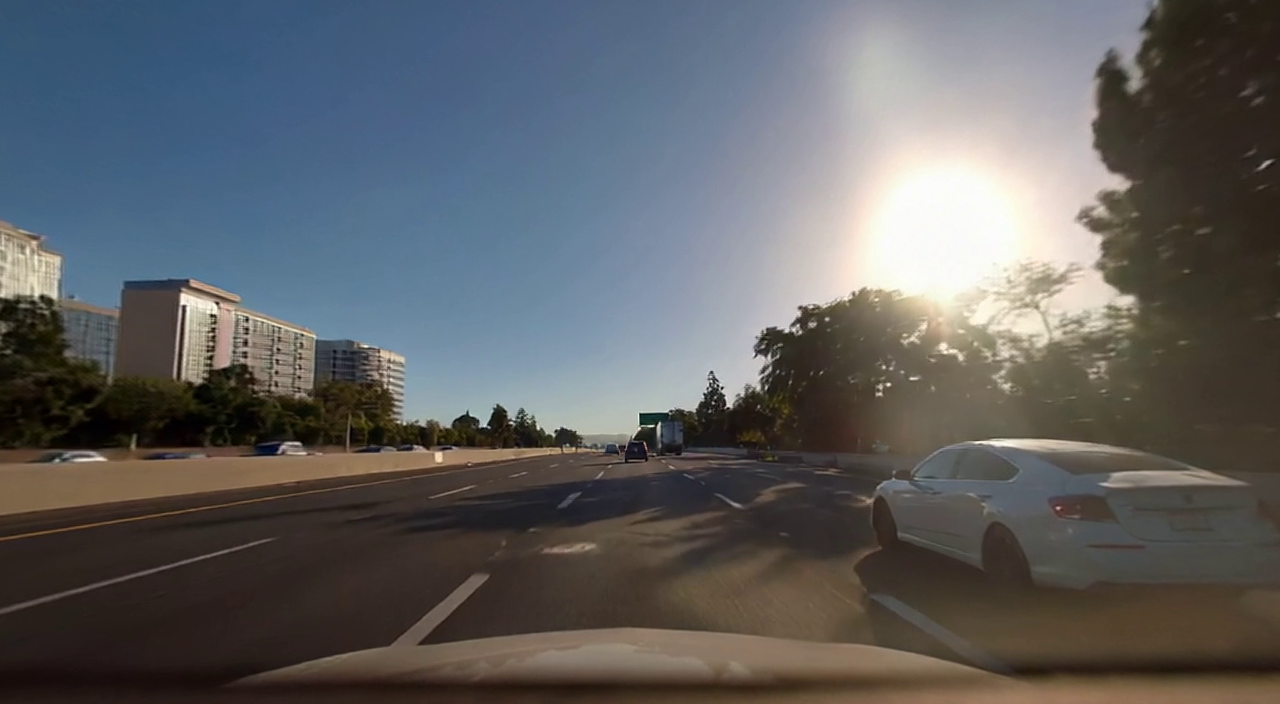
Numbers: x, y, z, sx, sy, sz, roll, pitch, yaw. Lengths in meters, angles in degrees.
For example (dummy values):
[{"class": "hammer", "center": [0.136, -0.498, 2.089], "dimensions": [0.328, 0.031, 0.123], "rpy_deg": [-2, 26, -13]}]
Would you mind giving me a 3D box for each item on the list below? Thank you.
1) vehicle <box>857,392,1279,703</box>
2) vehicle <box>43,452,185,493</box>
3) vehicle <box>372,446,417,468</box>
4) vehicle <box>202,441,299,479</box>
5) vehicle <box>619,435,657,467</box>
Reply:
[{"class": "vehicle", "center": [3.655, 1.324, 5.437], "dimensions": [1.950, 1.596, 4.326], "rpy_deg": [0, -8, -1]}, {"class": "vehicle", "center": [-21.998, 5.029, 26.723], "dimensions": [1.986, 1.484, 4.683], "rpy_deg": [0, -9, 0]}, {"class": "vehicle", "center": [-18.103, 7.736, 46.691], "dimensions": [1.796, 1.505, 3.726], "rpy_deg": [0, -8, 0]}, {"class": "vehicle", "center": [-18.136, 5.031, 29.664], "dimensions": [1.863, 1.613, 4.092], "rpy_deg": [0, -8, 0]}, {"class": "vehicle", "center": [-0.166, 6.305, 40.359], "dimensions": [2.297, 1.912, 4.355], "rpy_deg": [0, -8, -1]}]
